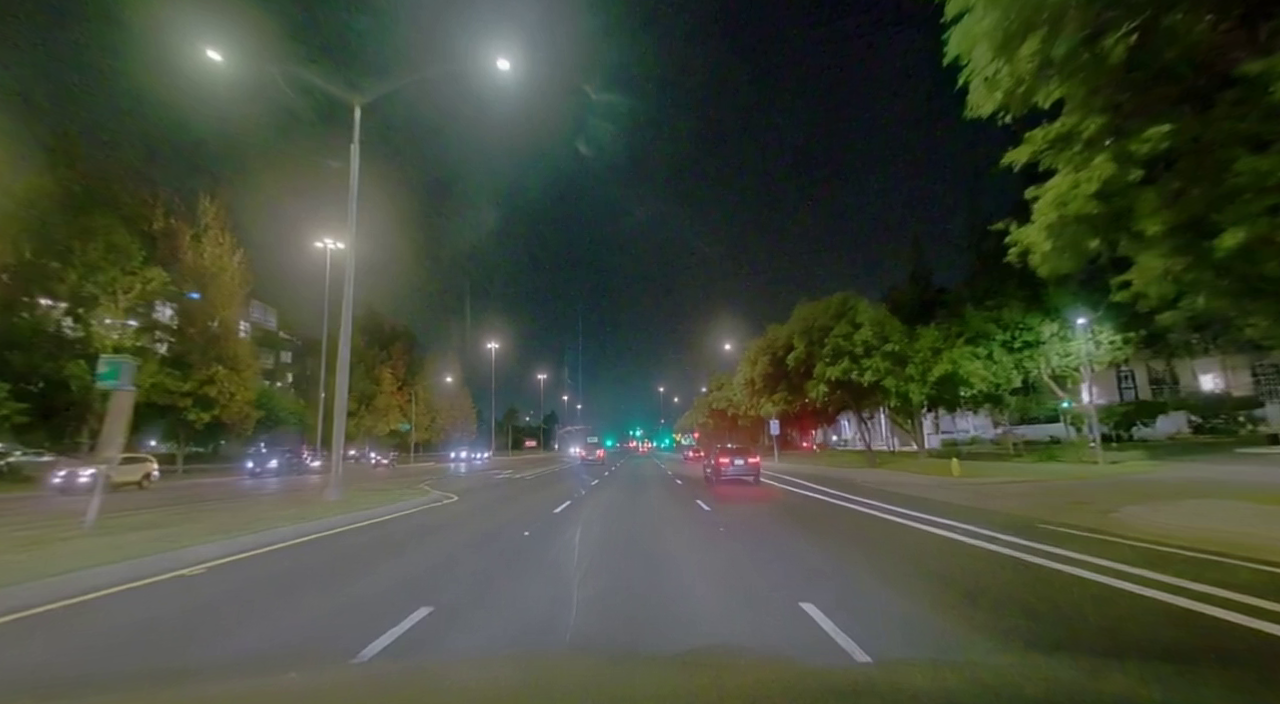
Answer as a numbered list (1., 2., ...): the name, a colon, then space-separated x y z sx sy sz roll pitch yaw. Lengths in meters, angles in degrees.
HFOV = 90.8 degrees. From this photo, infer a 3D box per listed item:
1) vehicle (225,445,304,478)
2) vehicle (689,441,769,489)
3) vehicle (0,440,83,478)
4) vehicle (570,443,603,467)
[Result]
1. vehicle: -22.439 6.543 38.003 1.995 1.801 4.711 0 -9 -2
2. vehicle: 2.947 3.852 21.850 1.966 1.449 4.290 0 -9 -2
3. vehicle: -30.618 5.262 31.112 4.321 1.783 2.075 0 -9 1
4. vehicle: -3.656 7.165 44.082 1.935 1.617 4.045 0 -9 0
